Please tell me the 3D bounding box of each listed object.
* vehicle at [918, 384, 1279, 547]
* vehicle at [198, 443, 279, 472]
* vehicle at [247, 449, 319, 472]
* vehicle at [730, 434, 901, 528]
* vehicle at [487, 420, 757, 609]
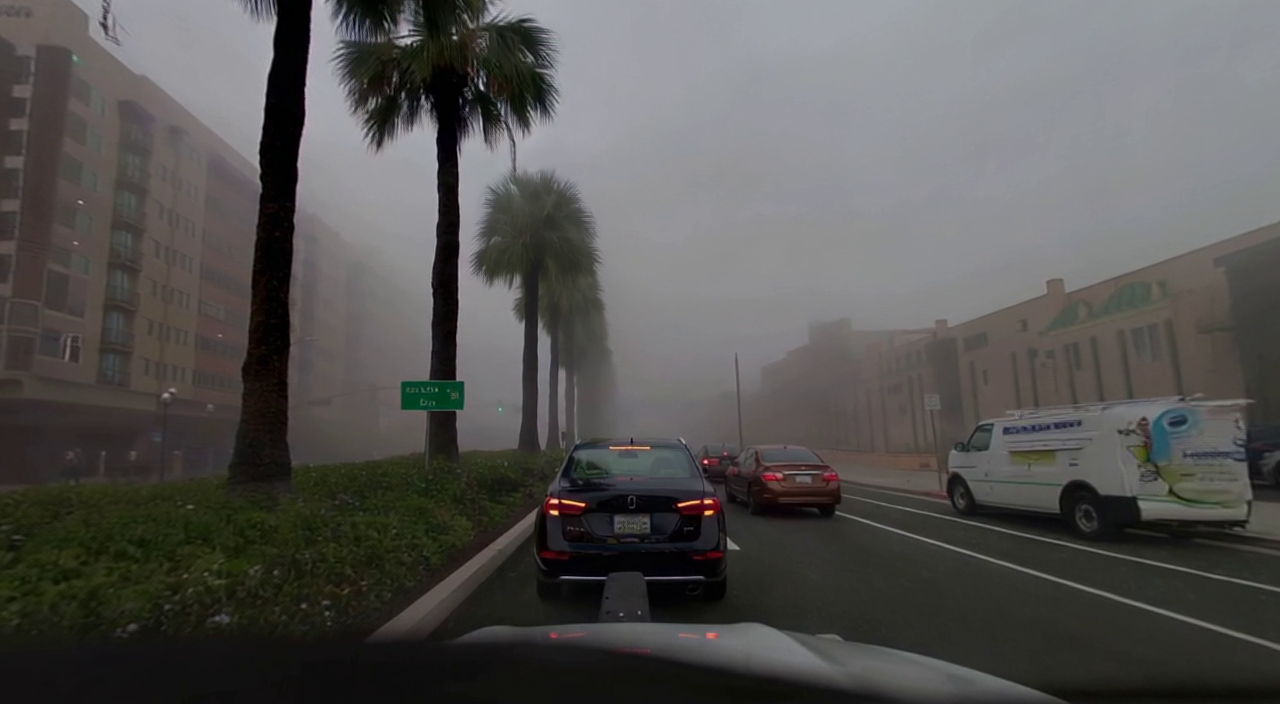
[{"bbox_3d":[7.199,1.859,10.917,2.254,2.072,5.577,0,-9,1],"label":"vehicle"},{"bbox_3d":[-28.327,7.424,44.840,2.115,1.884,5.481,0,-8,0],"label":"vehicle"},{"bbox_3d":[-23.825,7.256,42.368,1.972,1.425,4.765,0,-8,1],"label":"vehicle"},{"bbox_3d":[3.085,2.359,12.204,1.925,1.451,4.436,0,-8,-2],"label":"vehicle"},{"bbox_3d":[-0.153,1.601,7.095,2.158,1.498,3.919,0,-8,0],"label":"vehicle"}]
